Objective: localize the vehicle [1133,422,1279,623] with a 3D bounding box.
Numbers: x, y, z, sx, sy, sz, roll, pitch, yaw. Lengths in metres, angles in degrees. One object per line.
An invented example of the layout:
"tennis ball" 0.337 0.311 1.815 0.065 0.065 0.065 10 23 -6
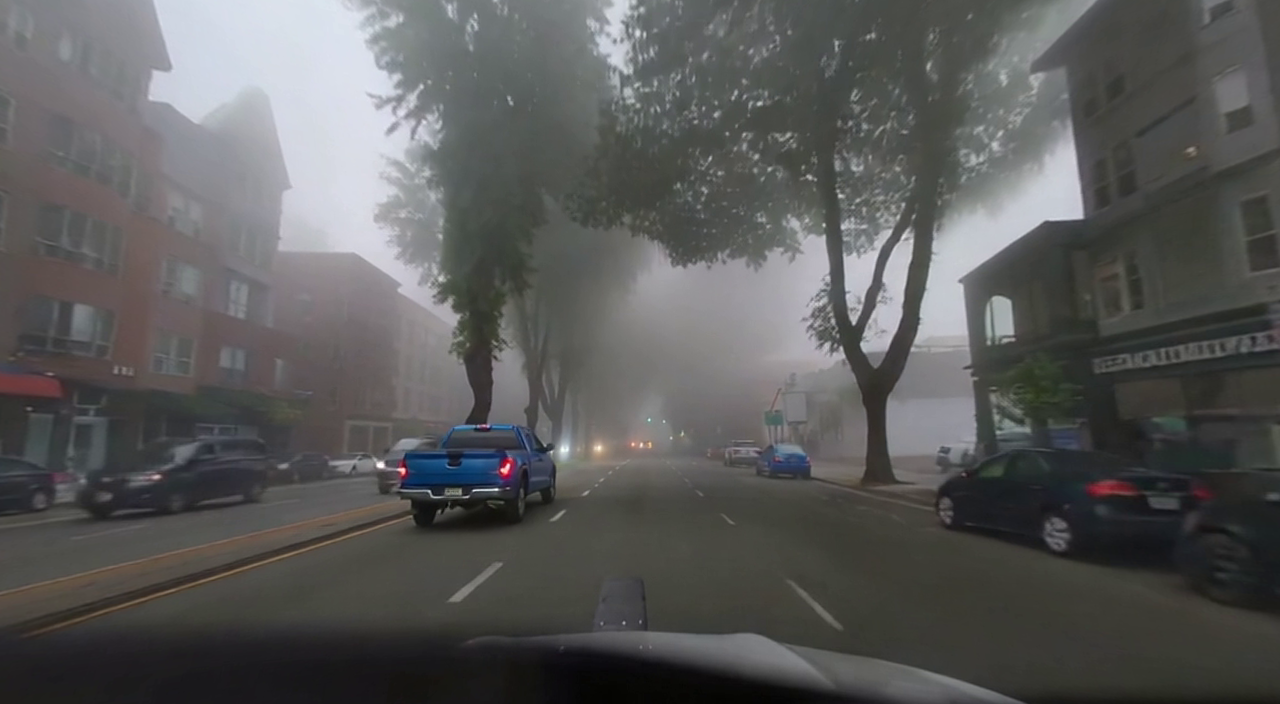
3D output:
"vehicle" 5.958 1.242 4.311 1.871 1.559 4.015 0 -8 0

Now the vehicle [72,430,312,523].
"vehicle" -10.043 2.800 14.806 2.095 1.784 4.769 0 -8 0

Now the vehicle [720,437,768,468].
"vehicle" 6.186 6.053 38.015 2.018 1.743 4.529 0 -8 -1

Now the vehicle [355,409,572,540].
"vehicle" -2.735 2.094 11.449 2.197 1.786 5.365 0 -8 2

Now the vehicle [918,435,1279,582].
"vehicle" 6.003 1.965 8.877 2.015 1.494 4.550 0 -8 -1

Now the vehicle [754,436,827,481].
"vehicle" 6.198 4.422 26.518 1.928 1.679 4.716 0 -8 1
